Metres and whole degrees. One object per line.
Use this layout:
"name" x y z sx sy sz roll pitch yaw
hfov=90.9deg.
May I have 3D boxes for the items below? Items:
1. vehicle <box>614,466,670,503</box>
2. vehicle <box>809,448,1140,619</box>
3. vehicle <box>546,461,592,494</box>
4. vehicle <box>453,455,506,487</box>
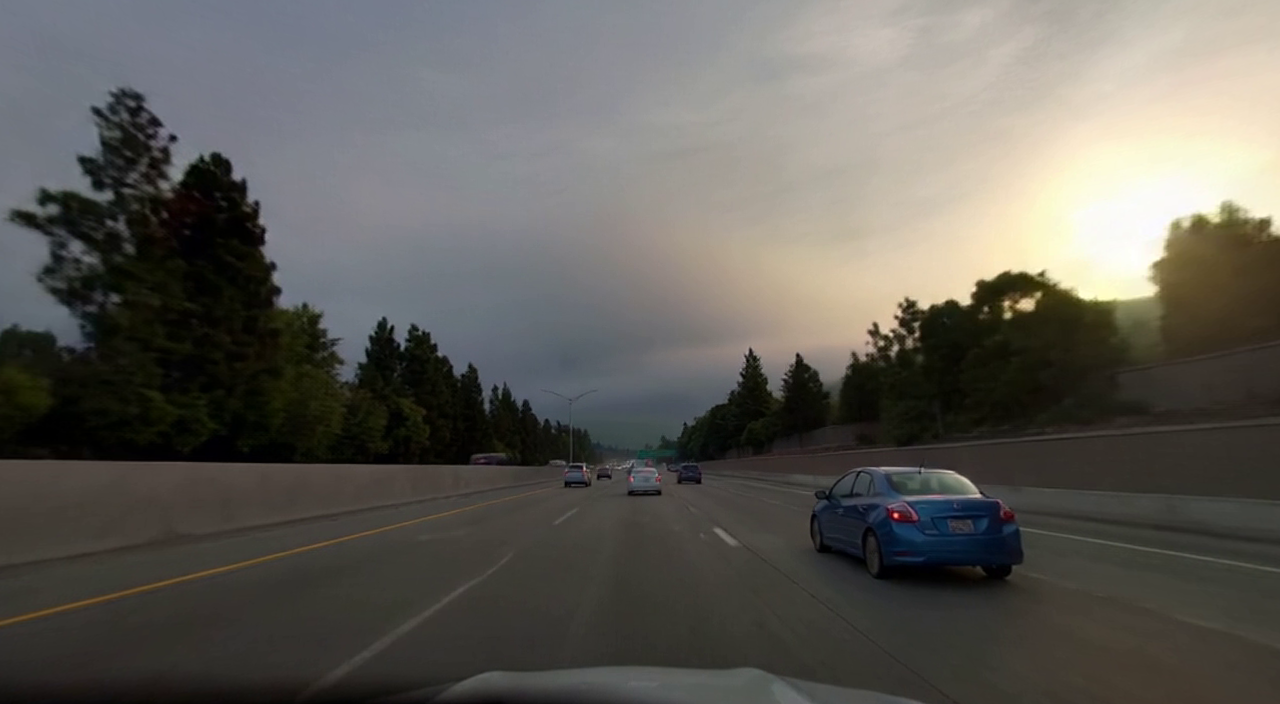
"vehicle" 0.093 5.693 27.296 2.241 1.425 3.973 1 -10 0
"vehicle" 3.653 2.051 7.854 1.938 1.561 3.786 1 -10 -1
"vehicle" -3.933 7.082 35.676 2.021 1.706 4.247 1 -10 1
"vehicle" -11.998 8.963 47.525 2.405 2.227 5.519 0 -10 1
